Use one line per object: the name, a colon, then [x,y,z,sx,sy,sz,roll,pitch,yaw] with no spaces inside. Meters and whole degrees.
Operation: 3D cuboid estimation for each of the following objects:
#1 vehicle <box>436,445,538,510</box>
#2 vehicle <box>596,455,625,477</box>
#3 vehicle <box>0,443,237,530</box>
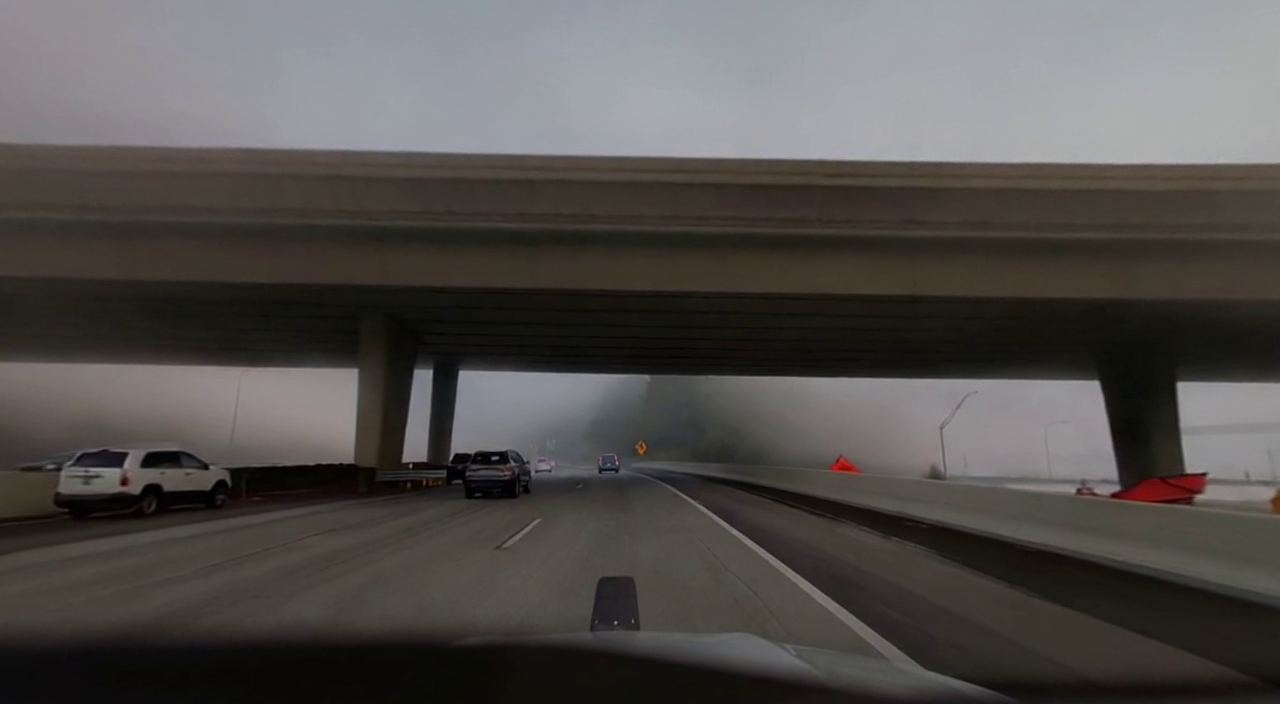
vehicle: [-4.302,3.568,18.525,2.024,1.655,4.192,0,-8,-1]
vehicle: [-2.198,8.438,46.787,2.051,1.459,4.092,1,-9,-4]
vehicle: [-11.687,2.974,14.618,1.967,1.681,4.203,0,-8,-1]
